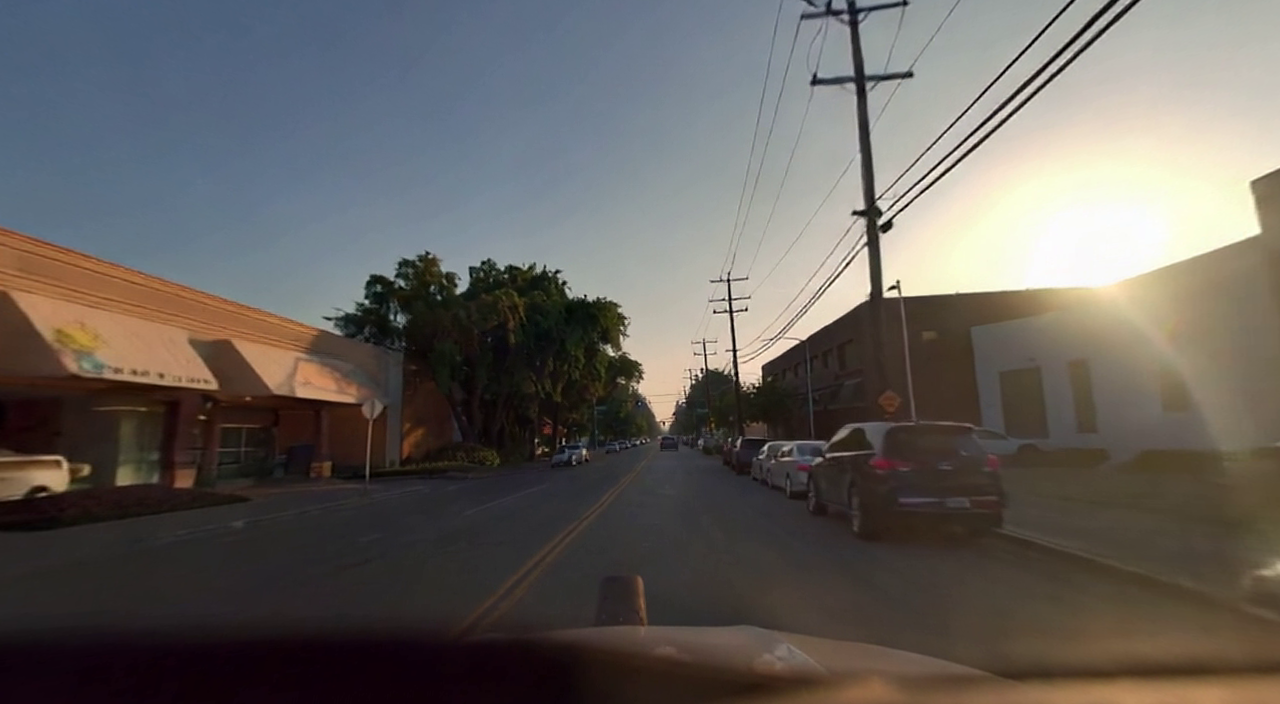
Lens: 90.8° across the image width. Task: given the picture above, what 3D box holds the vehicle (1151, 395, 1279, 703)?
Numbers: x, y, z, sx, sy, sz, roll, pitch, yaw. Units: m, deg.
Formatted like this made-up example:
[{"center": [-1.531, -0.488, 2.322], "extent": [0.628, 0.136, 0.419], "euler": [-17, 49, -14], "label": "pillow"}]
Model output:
[{"center": [3.398, 0.692, 0.767], "extent": [2.261, 1.503, 4.695], "euler": [-2, -8, 11], "label": "vehicle"}]

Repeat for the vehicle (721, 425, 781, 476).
[{"center": [4.973, 4.497, 29.060], "extent": [2.026, 2.106, 4.753], "euler": [0, -8, 1], "label": "vehicle"}]

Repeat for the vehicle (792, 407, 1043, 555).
[{"center": [4.092, 1.981, 10.449], "extent": [1.952, 1.849, 4.837], "euler": [0, -8, 0], "label": "vehicle"}]

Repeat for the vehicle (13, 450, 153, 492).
[{"center": [-21.779, 4.634, 24.789], "extent": [3.828, 1.496, 1.820], "euler": [0, -9, 4], "label": "vehicle"}]
